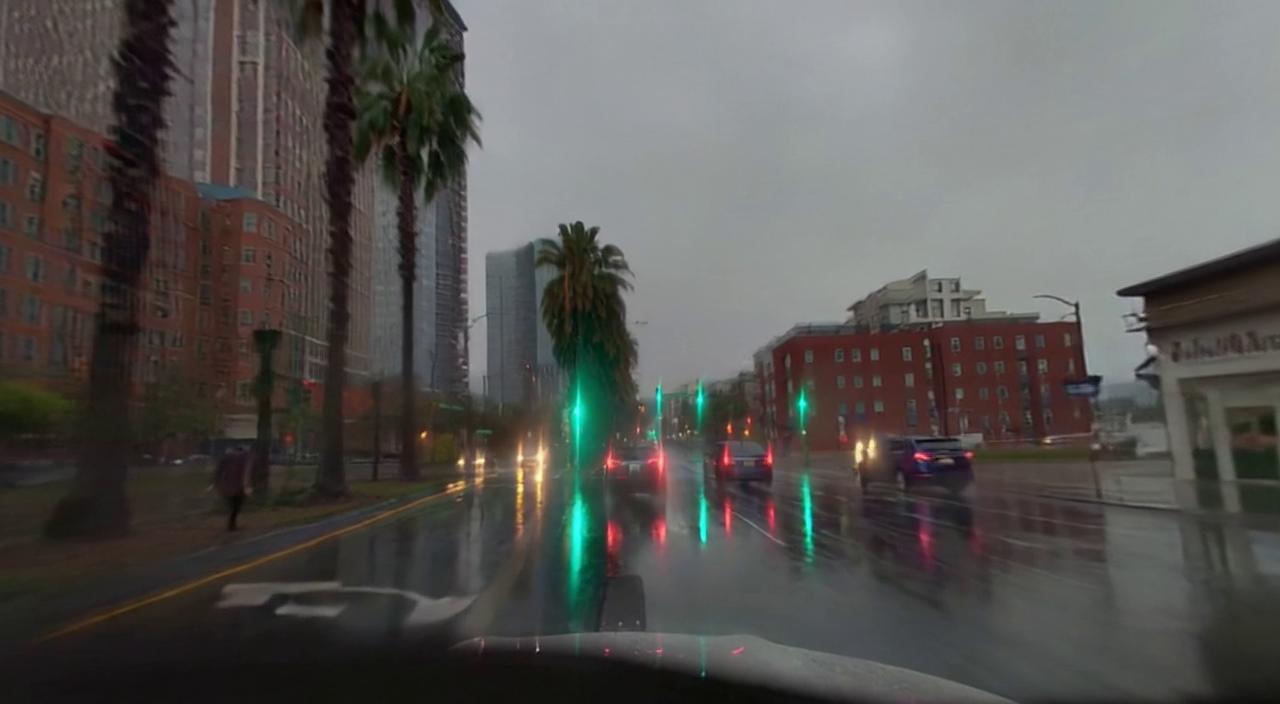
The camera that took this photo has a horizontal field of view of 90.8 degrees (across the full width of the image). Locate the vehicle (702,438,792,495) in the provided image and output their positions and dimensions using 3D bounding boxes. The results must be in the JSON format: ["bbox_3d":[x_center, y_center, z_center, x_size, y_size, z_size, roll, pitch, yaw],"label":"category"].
[{"bbox_3d":[3.084,3.371,18.920,1.909,1.500,3.524,0,-9,-3],"label":"vehicle"}]

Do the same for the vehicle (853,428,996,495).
[{"bbox_3d":[8.050,3.140,18.448,2.000,1.685,4.487,0,-9,-1],"label":"vehicle"}]

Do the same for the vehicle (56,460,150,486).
[{"bbox_3d":[-41.461,9.303,48.811,5.791,1.900,2.283,-2,-9,12],"label":"vehicle"}]

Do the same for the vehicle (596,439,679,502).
[{"bbox_3d":[-0.116,3.185,17.361,2.048,1.503,3.681,0,-9,-2],"label":"vehicle"}]

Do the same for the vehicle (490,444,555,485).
[{"bbox_3d":[-4.697,4.549,25.968,1.977,1.501,4.435,0,-9,-2],"label":"vehicle"}]
